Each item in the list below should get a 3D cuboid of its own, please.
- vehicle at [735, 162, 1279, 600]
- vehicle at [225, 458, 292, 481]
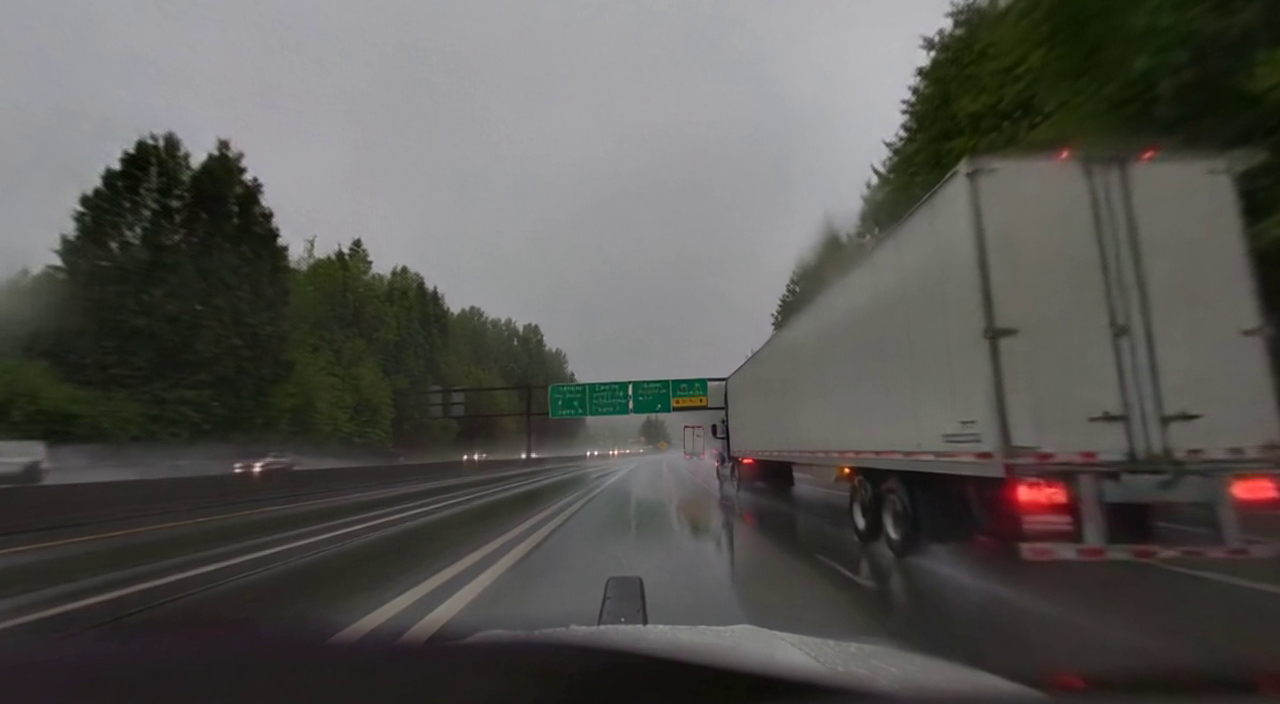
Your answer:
[{"bbox_3d":[4.406,1.245,12.644,2.859,3.984,14.045,0,-9,0],"label":"vehicle"},{"bbox_3d":[-26.476,8.137,43.877,1.793,1.433,4.368,0,-9,2],"label":"vehicle"}]
